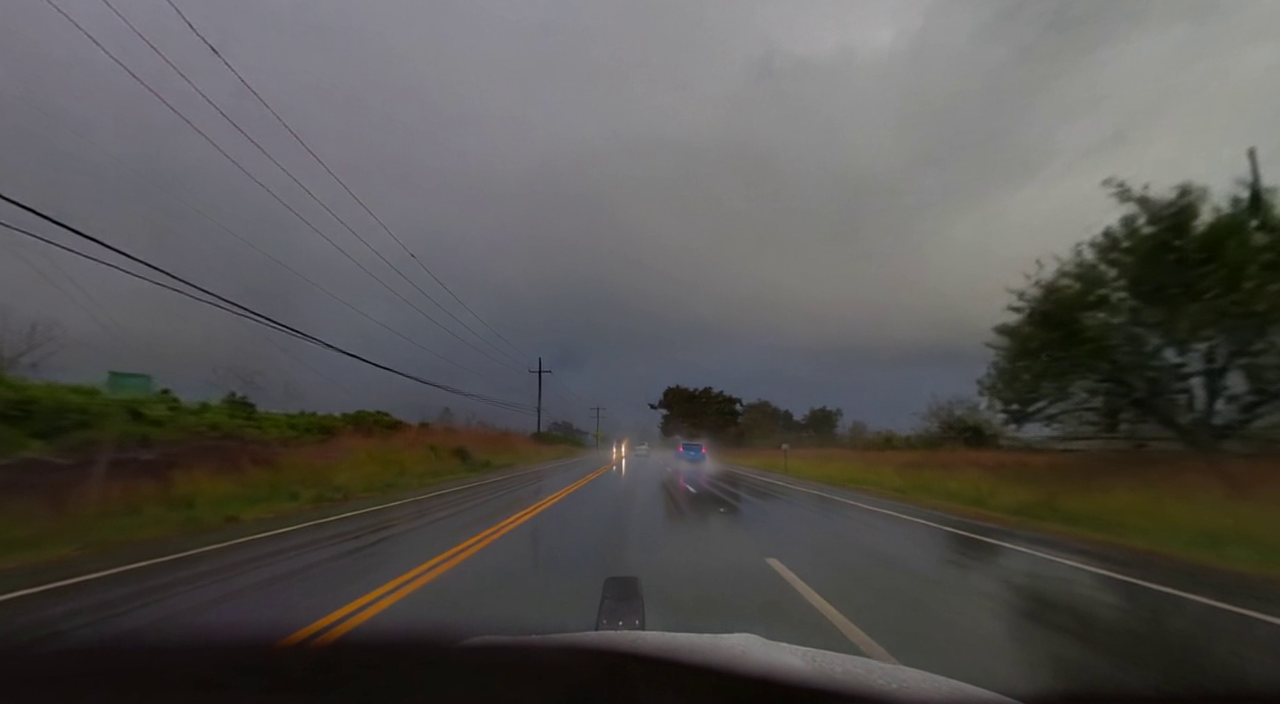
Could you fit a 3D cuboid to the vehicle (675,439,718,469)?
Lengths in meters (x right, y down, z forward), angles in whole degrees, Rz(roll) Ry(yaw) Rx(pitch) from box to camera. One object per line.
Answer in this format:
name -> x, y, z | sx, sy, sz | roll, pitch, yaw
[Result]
vehicle -> 3.383, 6.245, 38.794 | 2.135, 1.692, 4.185 | 0, -9, -1
